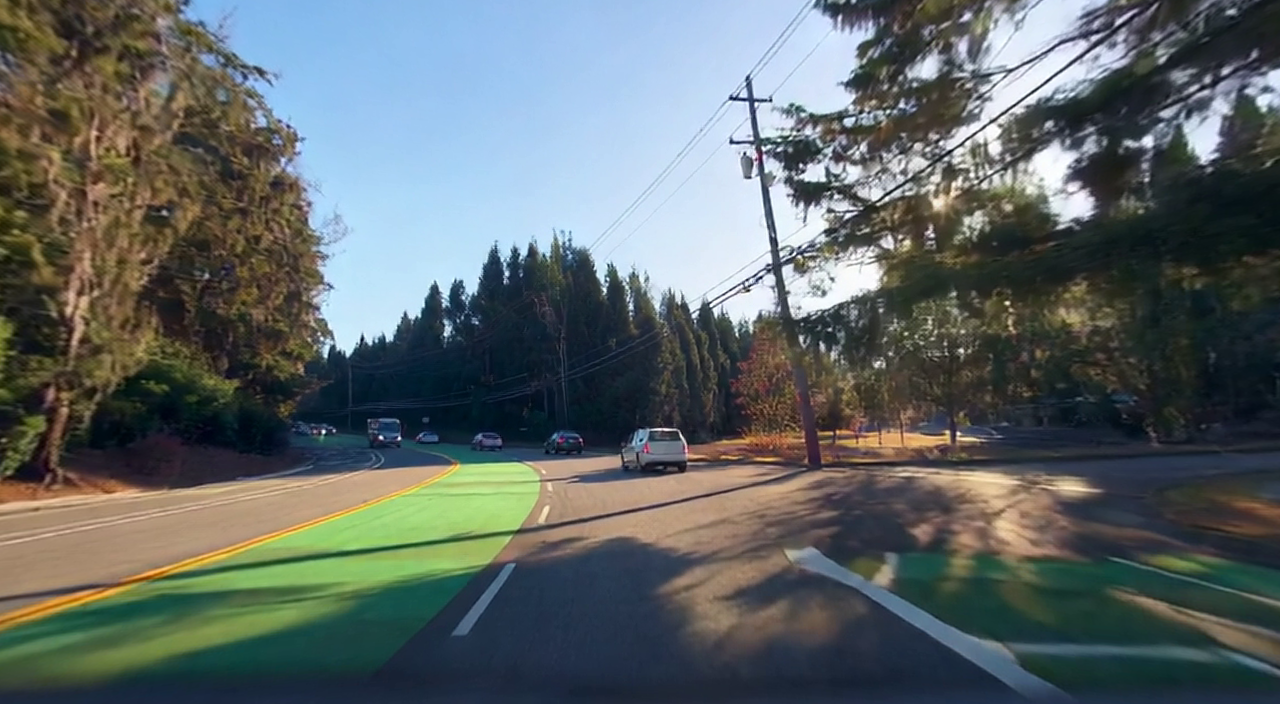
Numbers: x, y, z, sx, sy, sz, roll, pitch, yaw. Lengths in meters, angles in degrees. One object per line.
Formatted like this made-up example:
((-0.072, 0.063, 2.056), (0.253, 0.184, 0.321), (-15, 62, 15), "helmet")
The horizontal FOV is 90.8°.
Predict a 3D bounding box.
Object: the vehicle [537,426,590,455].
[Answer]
((-4.866, 5.557, 39.573), (2.075, 1.699, 4.520), (4, -9, -23), "vehicle")

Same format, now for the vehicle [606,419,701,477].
((0.326, 3.338, 22.173), (2.140, 1.767, 4.720), (2, -8, -14), "vehicle")
